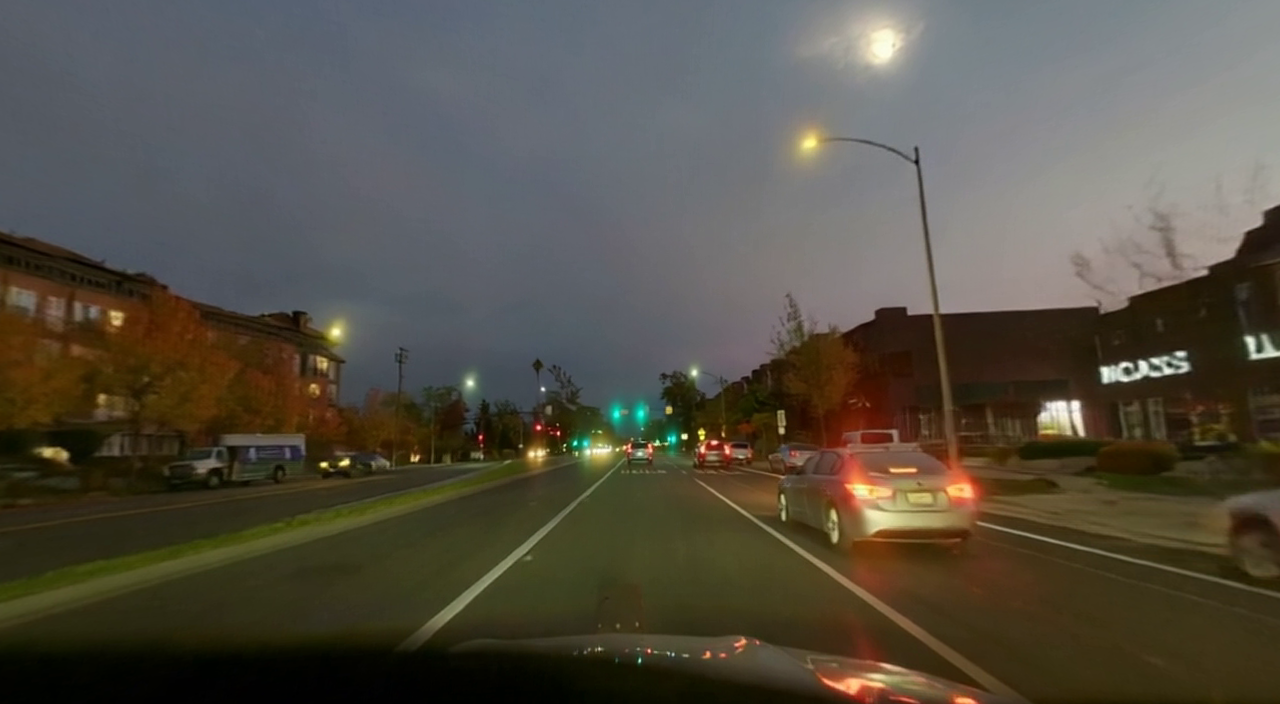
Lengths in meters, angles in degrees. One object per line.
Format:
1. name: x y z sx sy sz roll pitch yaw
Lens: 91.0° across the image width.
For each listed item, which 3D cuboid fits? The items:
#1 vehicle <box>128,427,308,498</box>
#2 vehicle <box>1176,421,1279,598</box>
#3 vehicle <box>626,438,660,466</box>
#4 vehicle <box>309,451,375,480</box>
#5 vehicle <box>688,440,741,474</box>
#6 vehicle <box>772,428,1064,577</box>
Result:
1. vehicle: -22.147 5.863 34.084 2.961 3.271 9.547 0 -9 1
2. vehicle: 6.842 1.232 4.441 2.061 1.593 4.602 0 -9 0
3. vehicle: 0.209 6.928 43.685 2.239 1.856 4.815 0 -9 0
4. vehicle: -18.716 7.143 39.793 1.962 1.691 4.328 0 -9 1
5. vehicle: 3.696 5.329 32.149 2.178 1.546 4.311 0 -9 0
6. vehicle: 3.336 1.892 8.785 1.977 1.498 4.521 0 -9 0
